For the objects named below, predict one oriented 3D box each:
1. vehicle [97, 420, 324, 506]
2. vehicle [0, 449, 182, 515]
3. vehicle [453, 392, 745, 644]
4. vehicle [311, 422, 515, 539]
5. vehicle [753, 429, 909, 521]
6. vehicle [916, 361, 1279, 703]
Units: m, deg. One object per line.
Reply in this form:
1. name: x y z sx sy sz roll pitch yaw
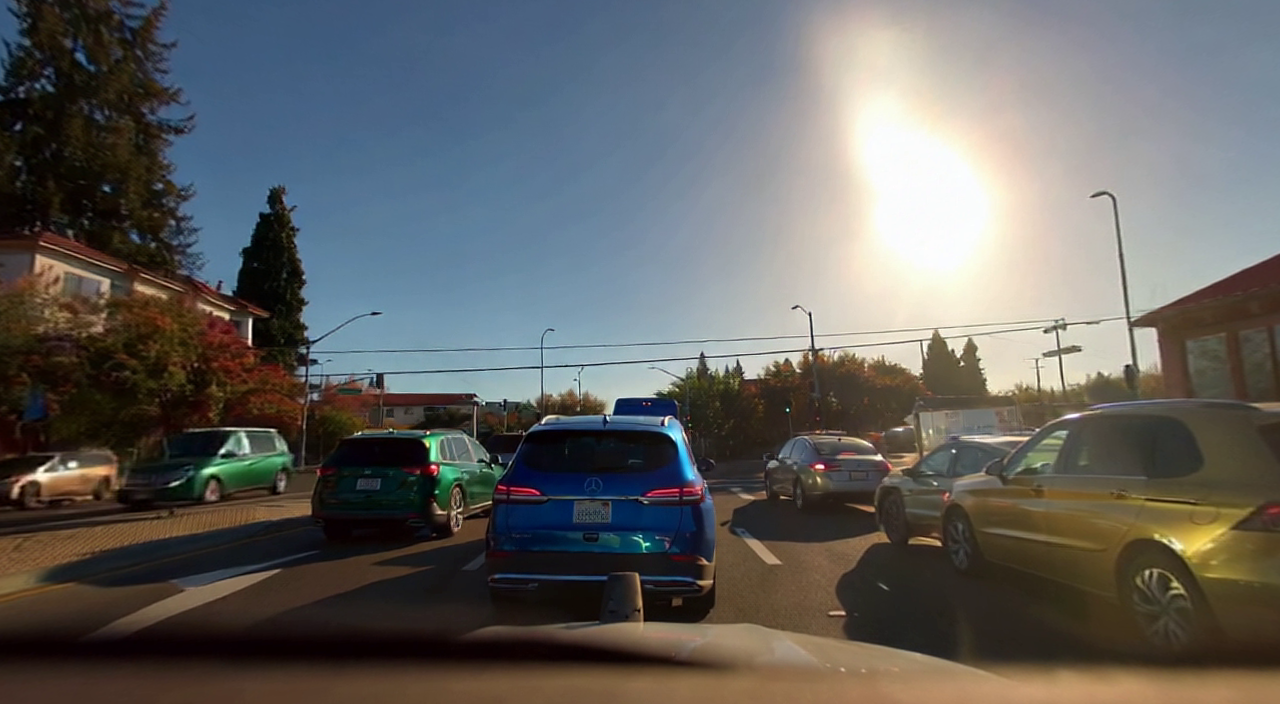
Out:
1. vehicle: -12.231 3.208 18.740 2.405 2.098 5.888 0 -8 2
2. vehicle: -15.890 3.558 17.902 2.057 1.540 4.884 0 -8 1
3. vehicle: -0.164 1.439 6.466 2.022 1.700 4.084 0 -8 4
4. vehicle: -3.777 2.204 11.472 2.012 1.701 4.316 0 -8 1
5. vehicle: 3.648 2.409 12.827 1.847 1.554 3.885 0 -8 -2
6. vehicle: 4.143 1.226 5.095 2.014 1.740 4.515 -1 -8 4
